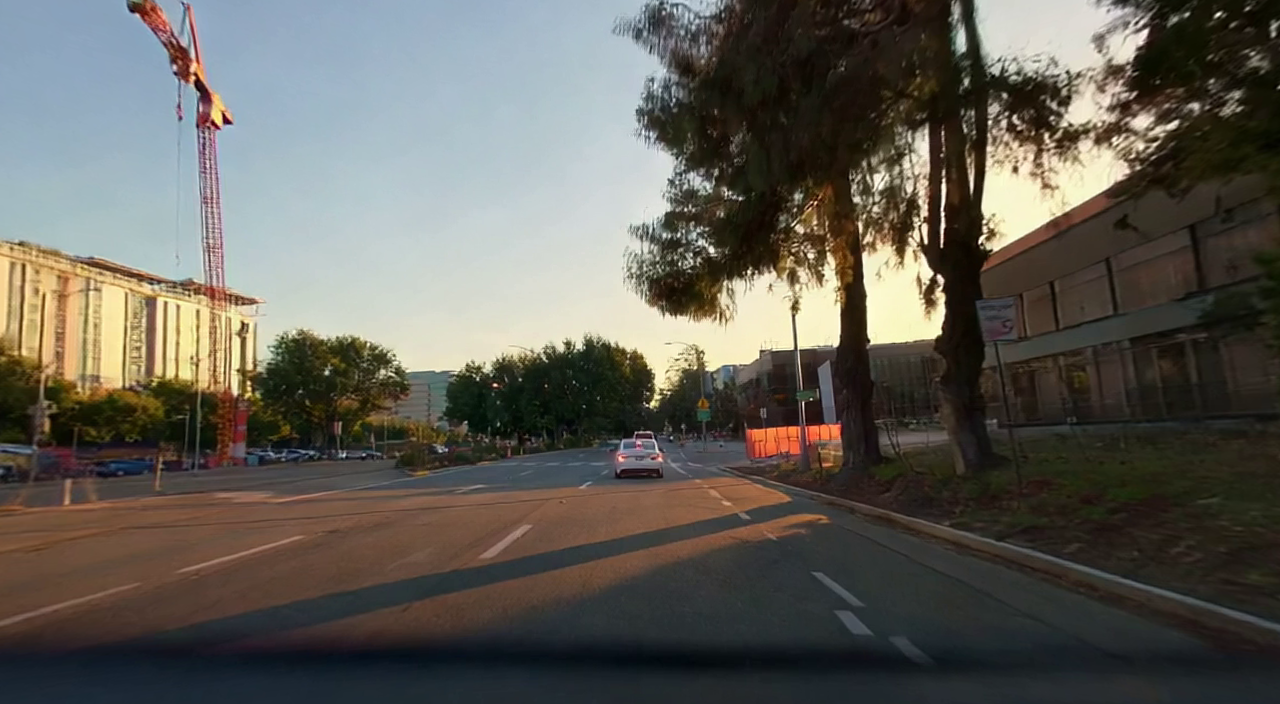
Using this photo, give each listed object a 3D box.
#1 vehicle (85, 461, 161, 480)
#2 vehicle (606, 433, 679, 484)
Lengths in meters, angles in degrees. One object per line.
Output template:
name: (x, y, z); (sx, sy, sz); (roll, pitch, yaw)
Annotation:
vehicle: (-39.579, 9.069, 48.298); (4.111, 1.412, 1.777); (0, -8, -3)
vehicle: (0.092, 3.384, 20.331); (2.112, 1.482, 4.076); (0, -8, 0)
